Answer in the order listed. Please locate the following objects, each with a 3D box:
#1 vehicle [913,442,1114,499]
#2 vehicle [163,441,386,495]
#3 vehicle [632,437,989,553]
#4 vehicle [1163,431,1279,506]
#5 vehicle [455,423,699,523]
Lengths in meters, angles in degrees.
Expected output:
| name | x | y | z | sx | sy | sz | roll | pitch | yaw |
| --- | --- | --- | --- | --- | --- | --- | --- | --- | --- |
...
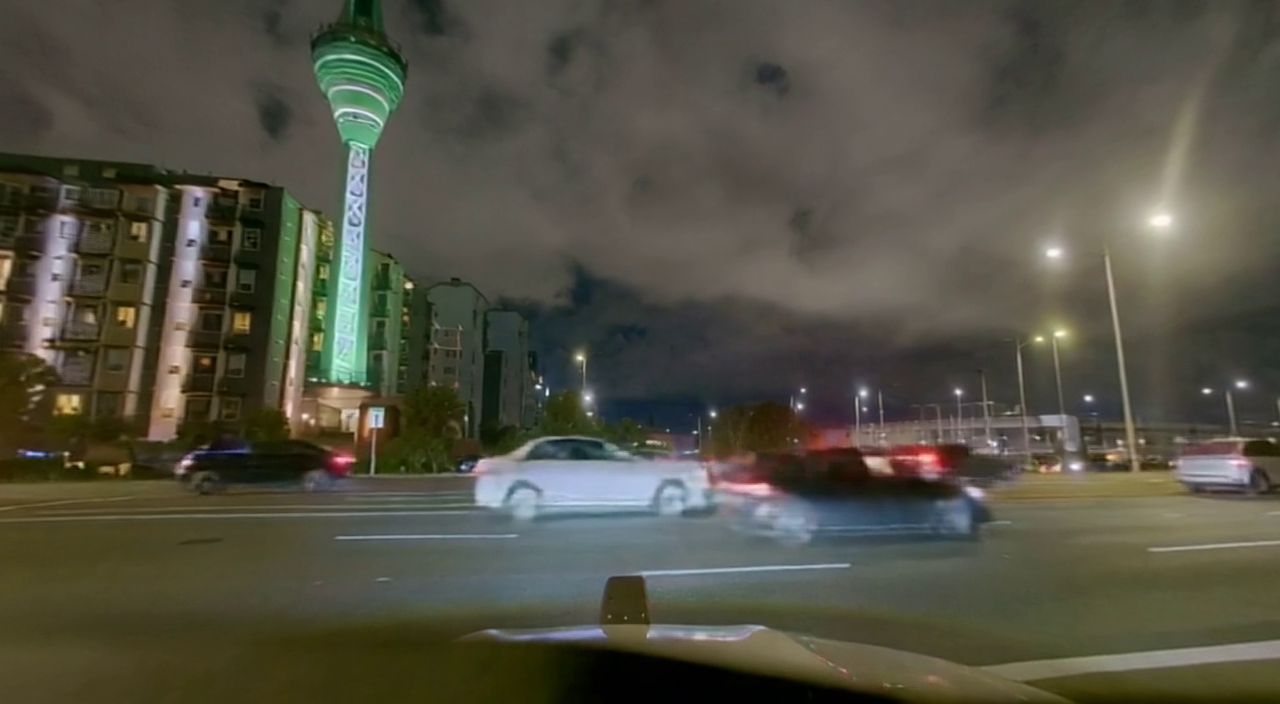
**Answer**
| name | x | y | z | sx | sy | sz | roll | pitch | yaw |
| --- | --- | --- | --- | --- | --- | --- | --- | --- | --- |
| vehicle | 10.530 | 3.301 | 17.891 | 4.795 | 1.465 | 1.882 | 2 | -9 | -12 |
| vehicle | -10.666 | 3.423 | 18.818 | 5.371 | 1.488 | 1.763 | 2 | -9 | -10 |
| vehicle | 2.381 | 2.023 | 9.457 | 4.710 | 1.444 | 2.041 | 2 | -9 | -11 |
| vehicle | 15.817 | 2.885 | 15.870 | 4.011 | 1.697 | 1.857 | 2 | -9 | -13 |
| vehicle | -1.233 | 2.271 | 12.173 | 4.284 | 1.692 | 2.031 | 2 | -9 | -11 |
